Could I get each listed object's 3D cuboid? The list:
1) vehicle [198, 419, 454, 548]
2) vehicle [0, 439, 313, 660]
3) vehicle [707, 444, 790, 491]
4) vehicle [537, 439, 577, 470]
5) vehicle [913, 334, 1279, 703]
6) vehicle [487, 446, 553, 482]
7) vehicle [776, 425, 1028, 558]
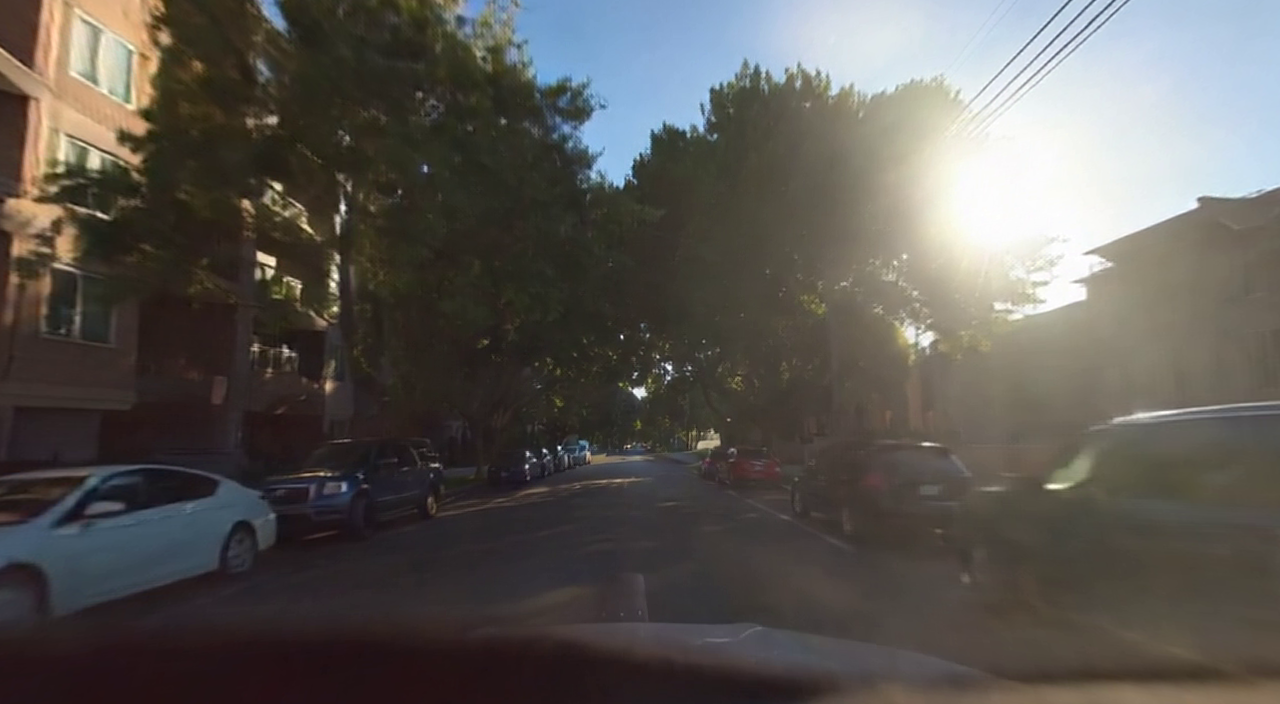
[{"bbox_3d":[-5.306,2.281,11.733,2.213,1.825,4.986,-1,-8,0],"label":"vehicle"},{"bbox_3d":[-5.316,1.603,5.838,2.026,1.461,4.837,-2,-8,0],"label":"vehicle"},{"bbox_3d":[3.659,3.974,22.237,1.881,1.460,4.737,0,-8,-3],"label":"vehicle"},{"bbox_3d":[-5.398,6.740,41.835,2.069,1.881,4.697,0,-8,-1],"label":"vehicle"},{"bbox_3d":[3.755,0.973,3.598,2.082,1.809,4.998,0,-8,-1],"label":"vehicle"},{"bbox_3d":[-5.293,4.975,28.463,2.080,1.458,4.511,0,-8,0],"label":"vehicle"},{"bbox_3d":[3.811,2.100,10.343,1.992,1.643,4.735,0,-8,-1],"label":"vehicle"}]
